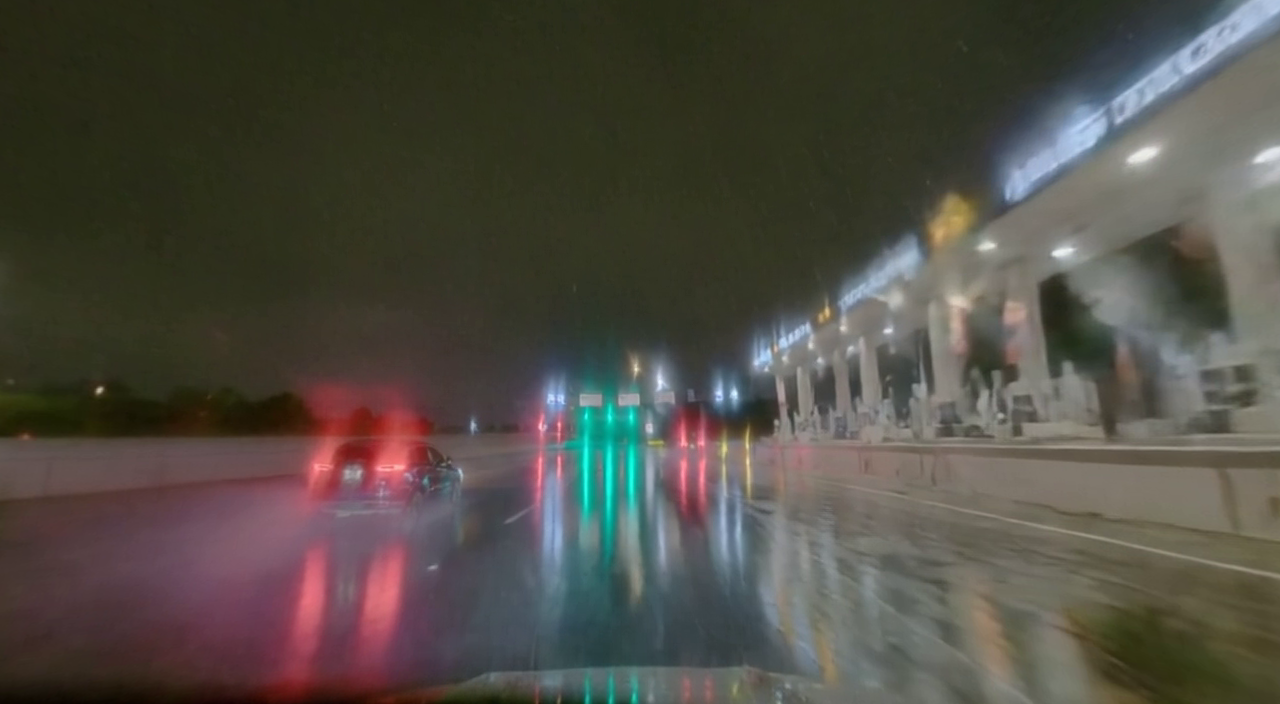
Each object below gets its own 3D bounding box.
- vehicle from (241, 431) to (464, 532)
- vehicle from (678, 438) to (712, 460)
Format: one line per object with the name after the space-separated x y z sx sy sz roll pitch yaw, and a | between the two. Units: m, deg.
-4.851 2.228 11.524 1.981 1.465 4.334 0 -8 0 | vehicle
4.275 7.667 49.873 2.072 1.639 4.919 0 -8 -1 | vehicle
